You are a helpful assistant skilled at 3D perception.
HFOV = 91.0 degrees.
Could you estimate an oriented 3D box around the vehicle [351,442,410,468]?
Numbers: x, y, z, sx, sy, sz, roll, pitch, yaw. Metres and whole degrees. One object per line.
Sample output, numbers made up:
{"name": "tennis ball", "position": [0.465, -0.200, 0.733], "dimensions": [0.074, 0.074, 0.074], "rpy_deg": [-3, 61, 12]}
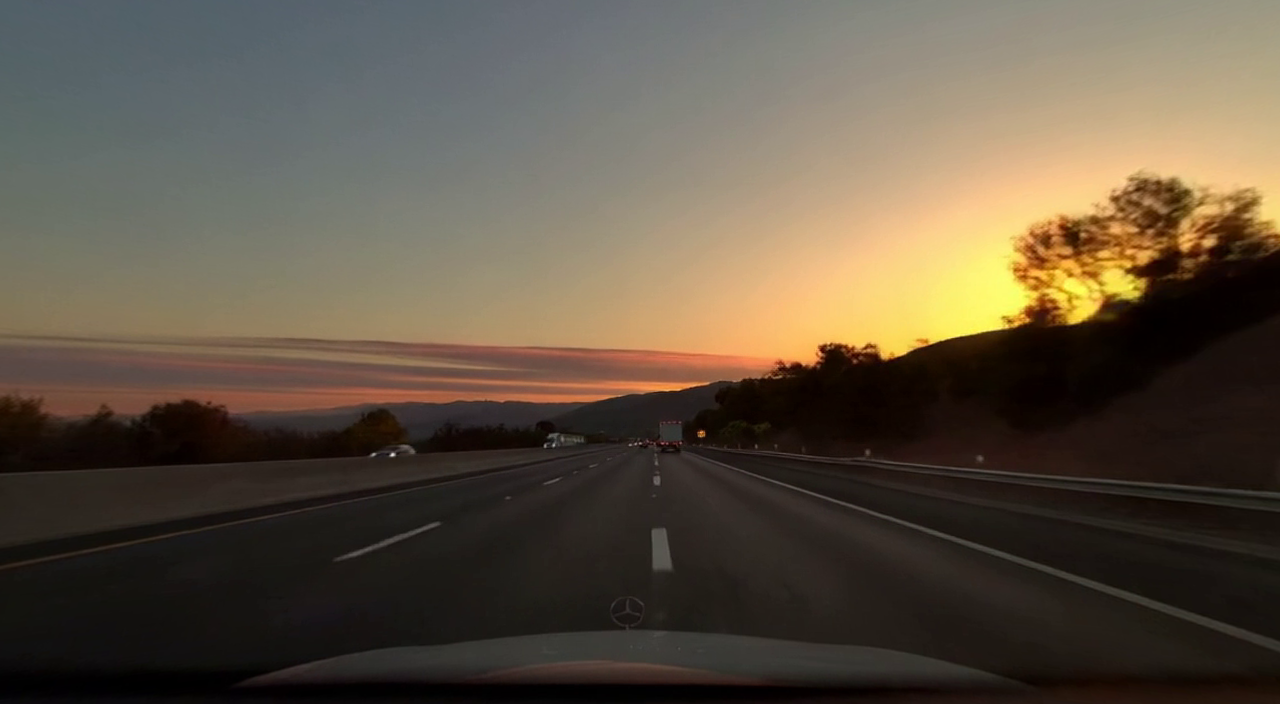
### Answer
{"name": "vehicle", "position": [-20.002, 7.961, 48.761], "dimensions": [2.108, 1.860, 5.247], "rpy_deg": [0, -8, 2]}
